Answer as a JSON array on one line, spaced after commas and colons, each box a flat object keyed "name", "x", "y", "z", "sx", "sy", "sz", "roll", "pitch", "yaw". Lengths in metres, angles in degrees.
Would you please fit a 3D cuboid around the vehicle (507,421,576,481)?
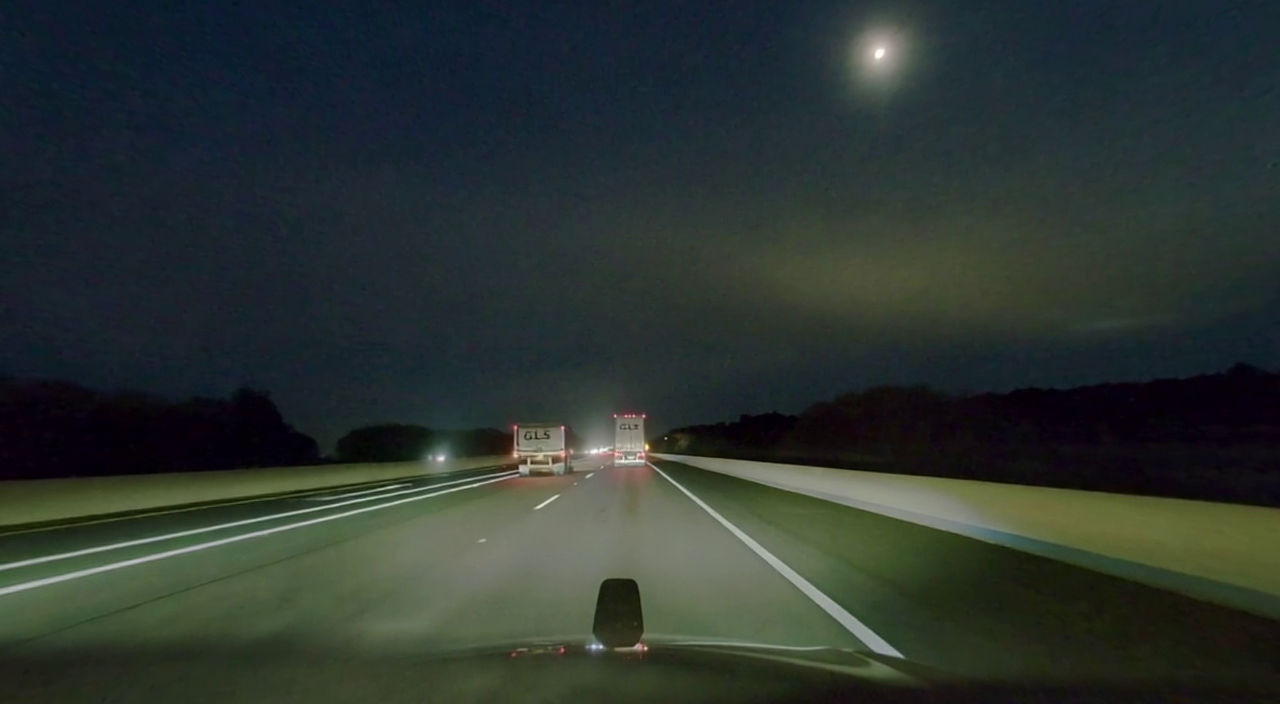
[{"name": "vehicle", "x": -4.811, "y": 4.987, "z": 31.721, "sx": 2.529, "sy": 2.697, "sz": 5.935, "roll": 0, "pitch": -9, "yaw": 0}]
